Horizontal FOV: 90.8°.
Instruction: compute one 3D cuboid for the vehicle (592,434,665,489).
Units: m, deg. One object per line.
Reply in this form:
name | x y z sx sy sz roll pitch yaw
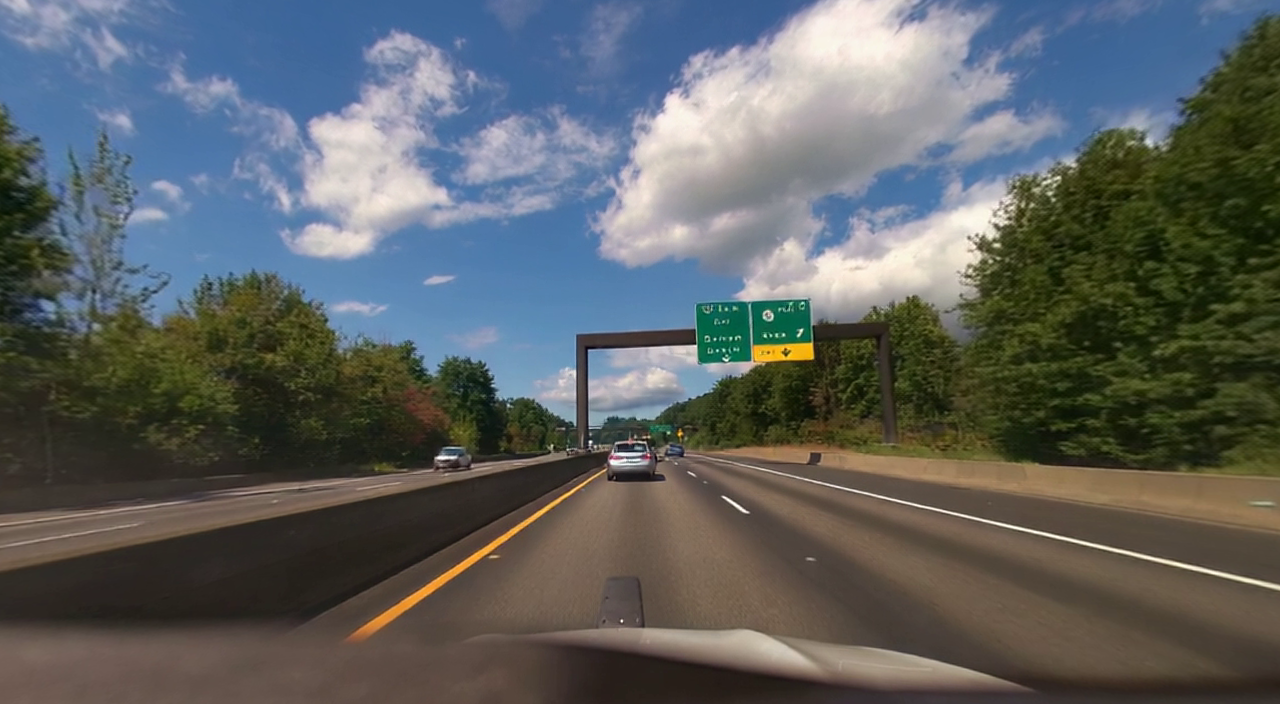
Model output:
vehicle | -0.302 3.296 19.259 2.003 1.490 3.636 0 -8 0
